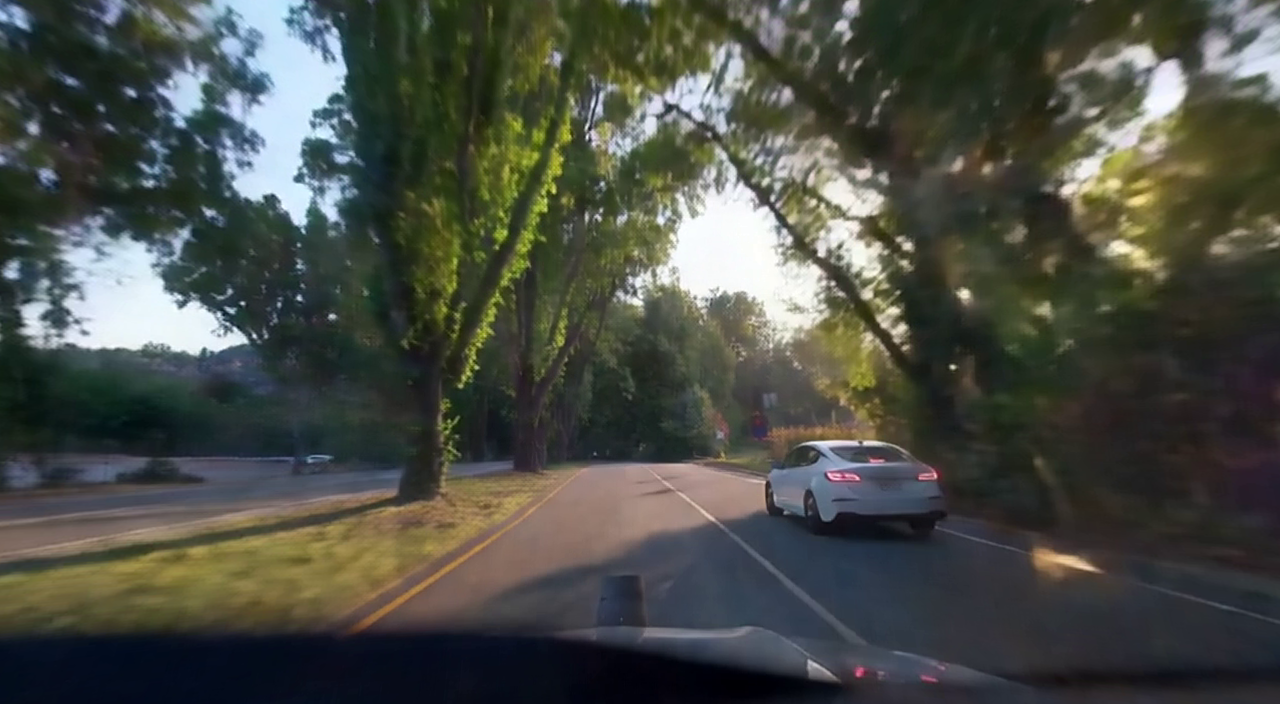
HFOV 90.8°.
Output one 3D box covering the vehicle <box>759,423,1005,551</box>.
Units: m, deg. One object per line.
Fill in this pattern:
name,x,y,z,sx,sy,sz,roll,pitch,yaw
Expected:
vehicle,3.493,2.046,10.315,2.060,1.584,4.592,0,-9,-2
